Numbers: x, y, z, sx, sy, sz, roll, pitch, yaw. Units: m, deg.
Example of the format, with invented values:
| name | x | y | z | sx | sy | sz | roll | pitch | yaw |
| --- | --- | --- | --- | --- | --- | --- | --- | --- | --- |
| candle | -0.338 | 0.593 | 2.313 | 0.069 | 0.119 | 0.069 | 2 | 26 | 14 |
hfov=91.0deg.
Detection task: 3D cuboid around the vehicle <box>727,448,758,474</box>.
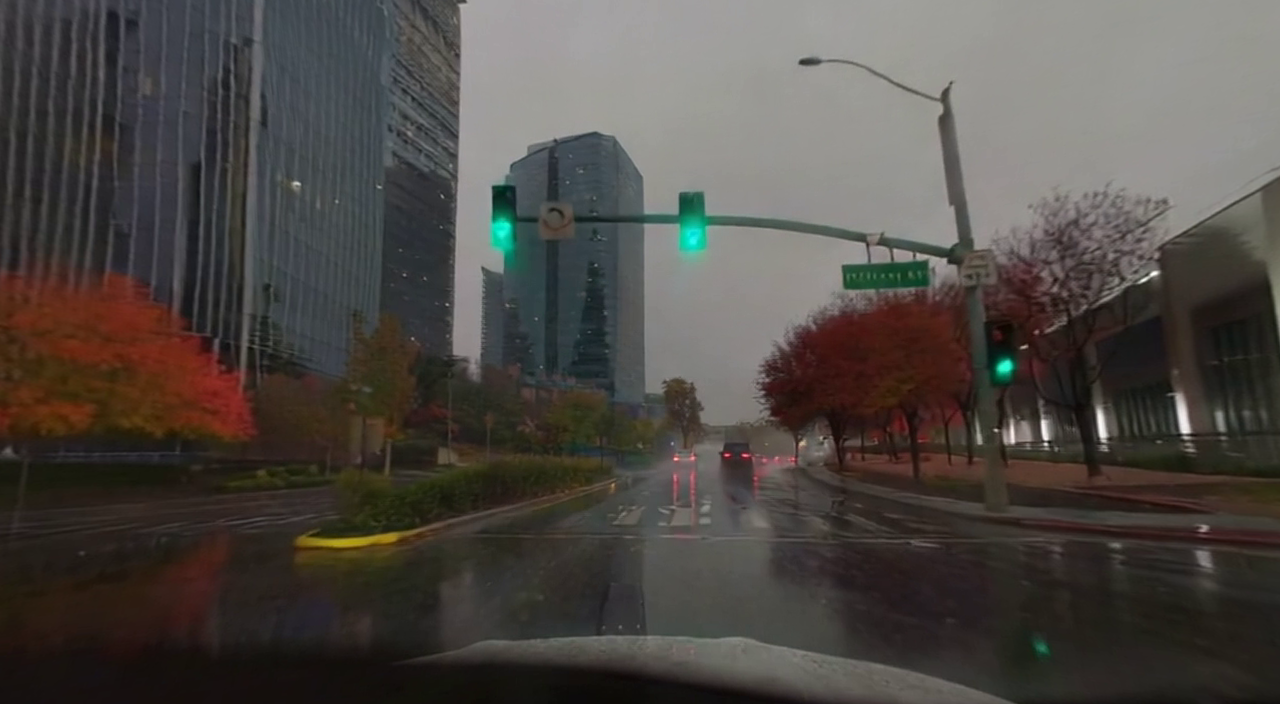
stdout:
| name | x | y | z | sx | sy | sz | roll | pitch | yaw |
| --- | --- | --- | --- | --- | --- | --- | --- | --- | --- |
| vehicle | 7.616 | 8.120 | 47.172 | 2.174 | 1.749 | 4.739 | -1 | -9 | 8 |
